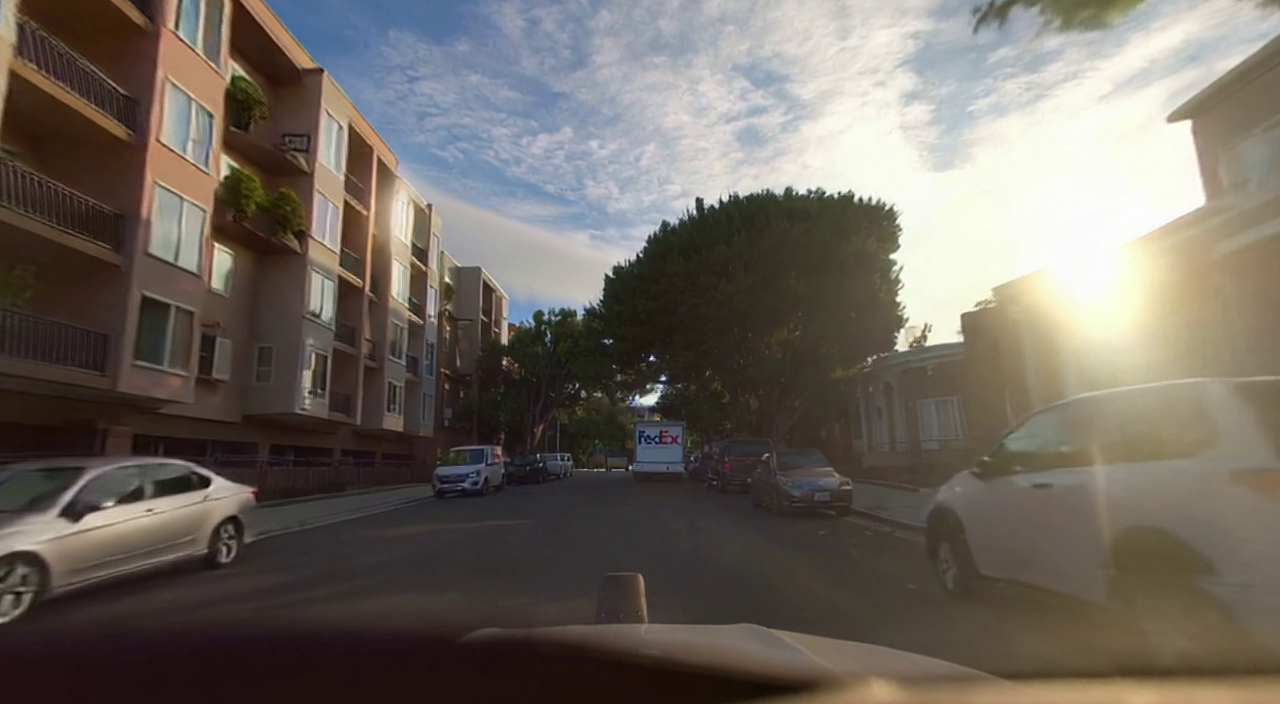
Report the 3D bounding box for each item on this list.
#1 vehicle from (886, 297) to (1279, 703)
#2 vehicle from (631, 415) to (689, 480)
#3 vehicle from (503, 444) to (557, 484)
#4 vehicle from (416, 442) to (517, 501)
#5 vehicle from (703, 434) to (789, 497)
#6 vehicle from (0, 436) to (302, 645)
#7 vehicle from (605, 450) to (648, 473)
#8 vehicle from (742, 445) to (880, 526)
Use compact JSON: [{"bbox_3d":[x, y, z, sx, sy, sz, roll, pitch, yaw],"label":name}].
[{"bbox_3d":[3.640,1.021,4.236,2.099,2.018,4.087,0,-9,-3],"label":"vehicle"},{"bbox_3d":[0.962,5.423,36.005,2.930,3.275,8.180,0,-8,-1],"label":"vehicle"},{"bbox_3d":[-5.567,5.716,32.526,2.020,1.867,4.654,0,-8,-1],"label":"vehicle"},{"bbox_3d":[-5.678,3.937,21.302,2.089,1.757,4.256,-1,-8,2],"label":"vehicle"},{"bbox_3d":[3.701,4.088,23.268,2.221,1.991,5.564,0,-9,0],"label":"vehicle"},{"bbox_3d":[-5.695,1.694,6.588,1.888,1.546,4.306,0,-8,1],"label":"vehicle"},{"bbox_3d":[-0.910,7.573,43.920,1.981,1.500,3.992,-2,-9,14],"label":"vehicle"},{"bbox_3d":[3.594,2.854,14.193,1.877,1.500,4.407,0,-8,1],"label":"vehicle"}]
